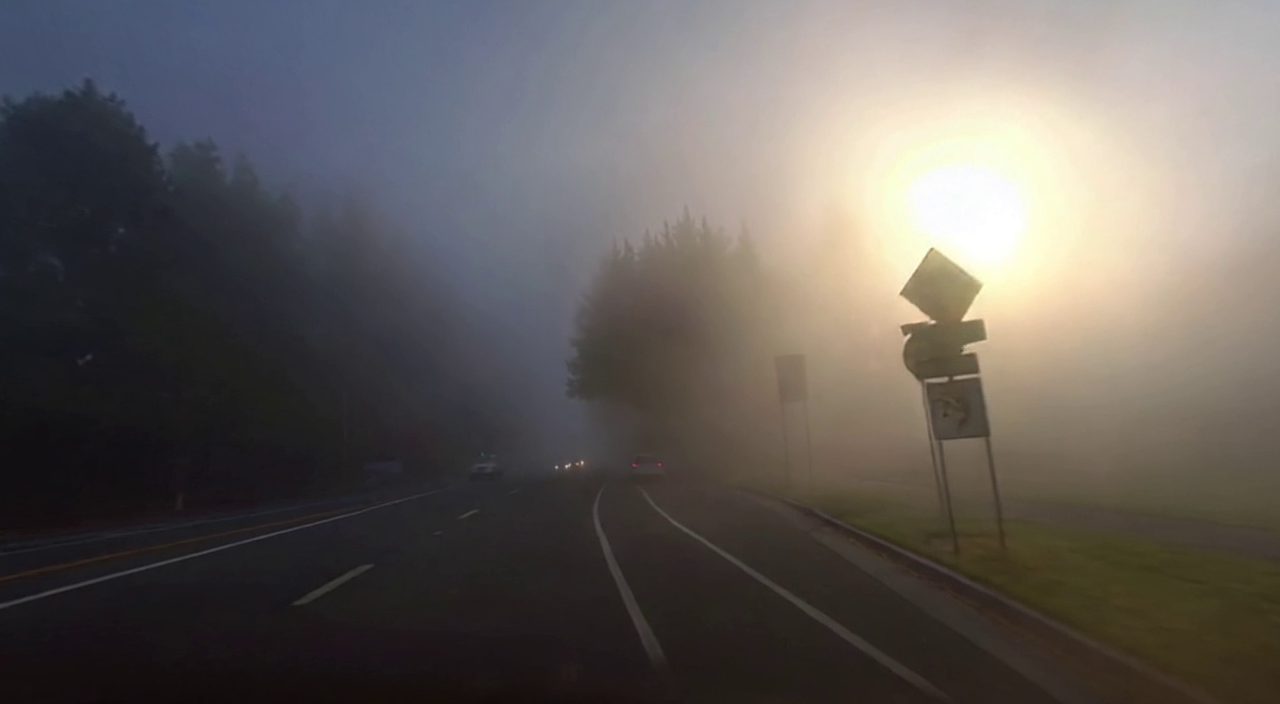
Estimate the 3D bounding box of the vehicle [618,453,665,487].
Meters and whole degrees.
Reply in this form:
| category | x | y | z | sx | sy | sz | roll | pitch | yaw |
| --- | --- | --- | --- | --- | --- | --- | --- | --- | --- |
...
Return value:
| category | x | y | z | sx | sy | sz | roll | pitch | yaw |
| --- | --- | --- | --- | --- | --- | --- | --- | --- | --- |
| vehicle | 0.045 | 5.717 | 30.919 | 2.111 | 1.466 | 4.223 | -1 | -9 | -1 |

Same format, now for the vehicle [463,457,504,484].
| category | x | y | z | sx | sy | sz | roll | pitch | yaw |
| --- | --- | --- | --- | --- | --- | --- | --- | --- | --- |
| vehicle | -11.161 | 8.457 | 45.353 | 1.969 | 1.751 | 4.432 | 0 | -9 | -1 |
